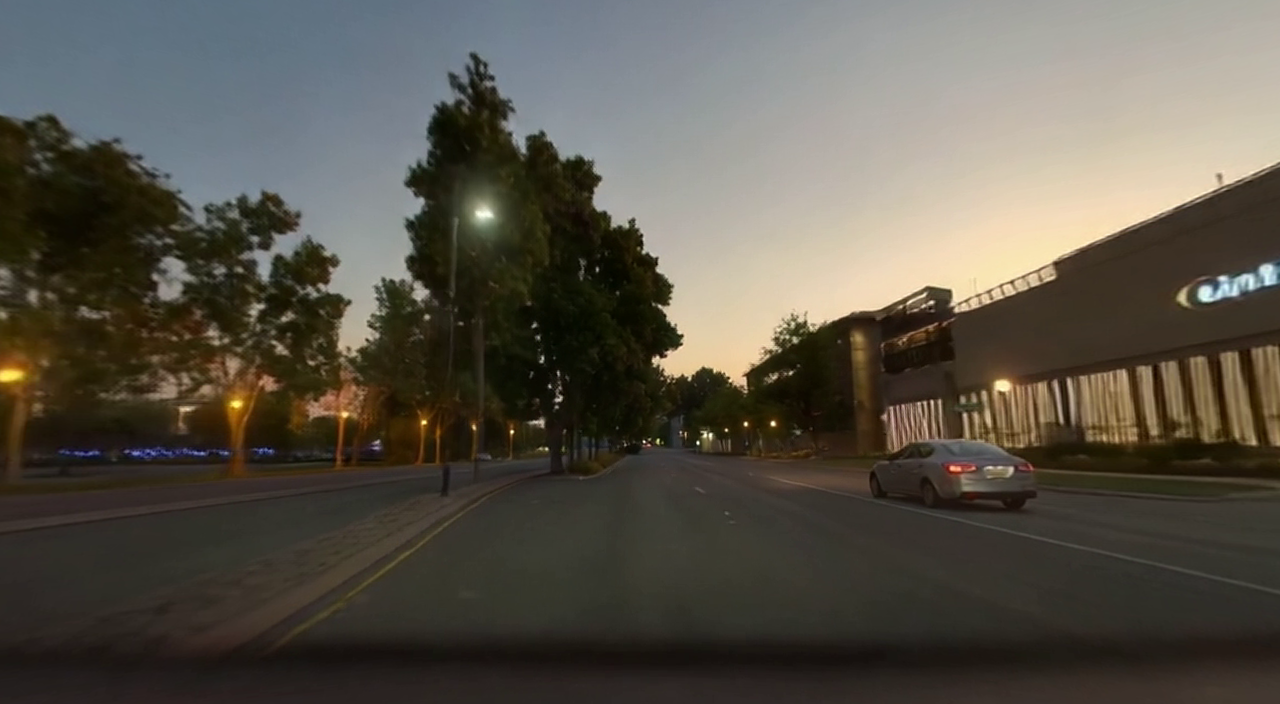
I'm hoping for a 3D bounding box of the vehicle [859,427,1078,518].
[{"bbox_3d":[6.377,2.392,13.081,1.913,1.504,4.738,0,-8,-1],"label":"vehicle"}]

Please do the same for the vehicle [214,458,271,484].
[{"bbox_3d":[-27.278,8.079,43.235,5.281,1.586,1.979,-8,-12,43],"label":"vehicle"}]

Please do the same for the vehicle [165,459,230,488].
[{"bbox_3d":[-27.620,7.533,39.377,4.967,1.587,2.096,-8,-11,41],"label":"vehicle"}]
